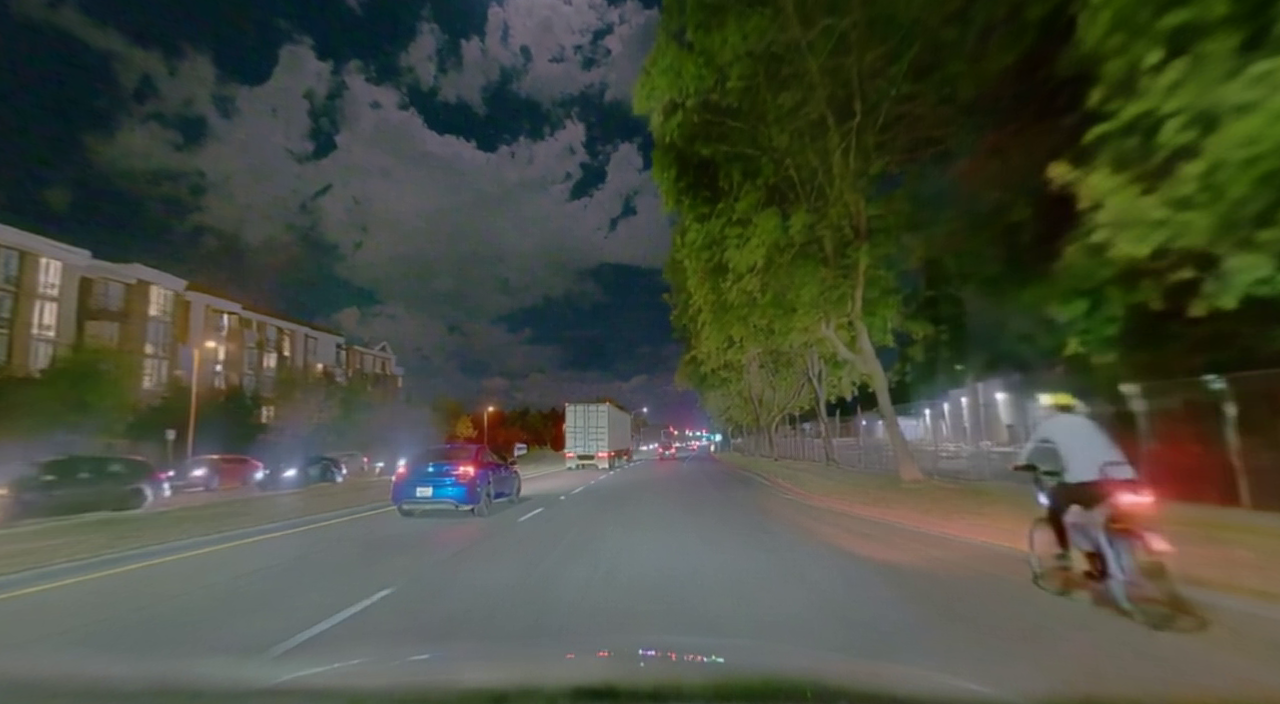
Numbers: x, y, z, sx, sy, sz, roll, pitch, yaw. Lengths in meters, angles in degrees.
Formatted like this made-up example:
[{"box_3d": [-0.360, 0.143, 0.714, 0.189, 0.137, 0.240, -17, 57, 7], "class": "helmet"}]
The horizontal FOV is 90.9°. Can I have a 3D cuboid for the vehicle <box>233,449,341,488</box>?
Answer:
[{"box_3d": [-15.092, 4.967, 27.297, 1.837, 1.464, 4.728, -1, -8, 2], "class": "vehicle"}]

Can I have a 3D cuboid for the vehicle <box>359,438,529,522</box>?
[{"box_3d": [-3.846, 2.575, 13.306, 2.005, 1.462, 4.345, -1, -8, 3], "class": "vehicle"}]

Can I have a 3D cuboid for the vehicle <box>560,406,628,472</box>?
[{"box_3d": [-2.389, 4.955, 35.768, 2.746, 3.276, 8.572, -1, -8, 3], "class": "vehicle"}]

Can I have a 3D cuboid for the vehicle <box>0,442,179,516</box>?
[{"box_3d": [-15.071, 3.279, 16.857, 1.946, 1.688, 4.560, 0, -8, 0], "class": "vehicle"}]
